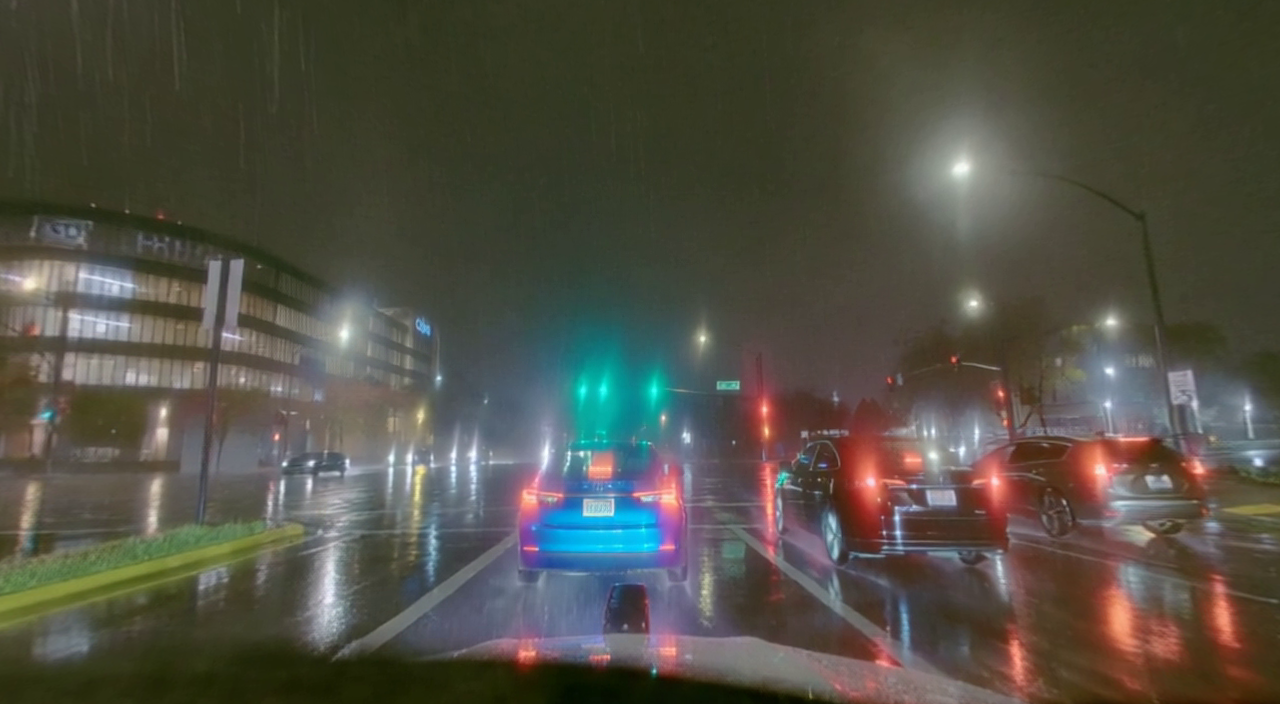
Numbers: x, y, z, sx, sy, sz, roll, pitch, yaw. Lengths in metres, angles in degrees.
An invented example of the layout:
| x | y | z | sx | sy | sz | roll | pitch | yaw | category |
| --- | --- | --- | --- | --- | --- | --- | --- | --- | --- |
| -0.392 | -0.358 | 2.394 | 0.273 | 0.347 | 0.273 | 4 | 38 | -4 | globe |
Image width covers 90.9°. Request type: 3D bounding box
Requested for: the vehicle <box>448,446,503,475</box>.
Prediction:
| x | y | z | sx | sy | sz | roll | pitch | yaw | category |
| --- | --- | --- | --- | --- | --- | --- | --- | --- | --- |
| -9.192 | 6.079 | 35.468 | 2.045 | 1.492 | 3.816 | 0 | -8 | 0 | vehicle |

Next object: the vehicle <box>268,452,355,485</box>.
| x | y | z | sx | sy | sz | roll | pitch | yaw | category |
| --- | --- | --- | --- | --- | --- | --- | --- | --- | --- |
| -16.592 | 5.874 | 32.167 | 2.048 | 1.463 | 4.530 | 0 | -8 | -1 | vehicle |

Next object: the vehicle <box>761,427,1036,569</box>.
| x | y | z | sx | sy | sz | roll | pitch | yaw | category |
| --- | --- | --- | --- | --- | --- | --- | --- | --- | --- |
| 3.216 | 1.887 | 8.965 | 2.042 | 1.508 | 4.109 | 0 | -8 | -2 | vehicle |

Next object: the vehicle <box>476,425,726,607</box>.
| x | y | z | sx | sy | sz | roll | pitch | yaw | category |
| --- | --- | --- | --- | --- | --- | --- | --- | --- | --- |
| -0.368 | 1.653 | 7.284 | 2.059 | 1.477 | 3.988 | 0 | -8 | -1 | vehicle |

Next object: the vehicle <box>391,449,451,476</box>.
| x | y | z | sx | sy | sz | roll | pitch | yaw | category |
| --- | --- | --- | --- | --- | --- | --- | --- | --- | --- |
| -13.009 | 6.556 | 37.722 | 2.049 | 1.483 | 4.407 | 0 | -8 | 0 | vehicle |

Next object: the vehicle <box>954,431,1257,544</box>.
| x | y | z | sx | sy | sz | roll | pitch | yaw | category |
| --- | --- | --- | --- | --- | --- | --- | --- | --- | --- |
| 7.445 | 2.164 | 10.781 | 1.908 | 1.517 | 4.182 | 0 | -8 | -1 | vehicle |
